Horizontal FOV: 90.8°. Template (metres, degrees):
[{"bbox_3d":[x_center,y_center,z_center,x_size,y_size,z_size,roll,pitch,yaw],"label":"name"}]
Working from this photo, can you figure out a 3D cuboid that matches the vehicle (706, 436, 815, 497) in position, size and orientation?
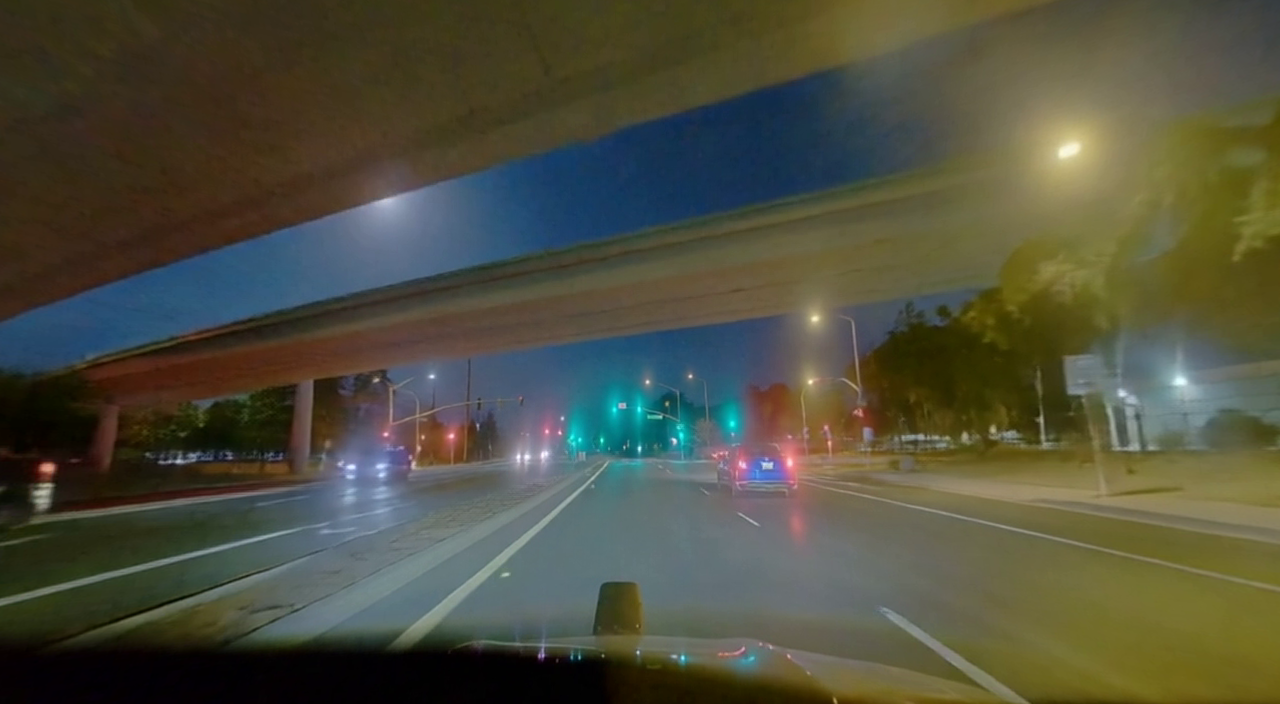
[{"bbox_3d":[3.212,3.142,17.782,2.062,1.484,4.332,0,-8,-2],"label":"vehicle"}]

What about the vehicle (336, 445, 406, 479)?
[{"bbox_3d":[-14.445,5.904,34.179,1.844,1.650,4.333,-1,-8,0],"label":"vehicle"}]
